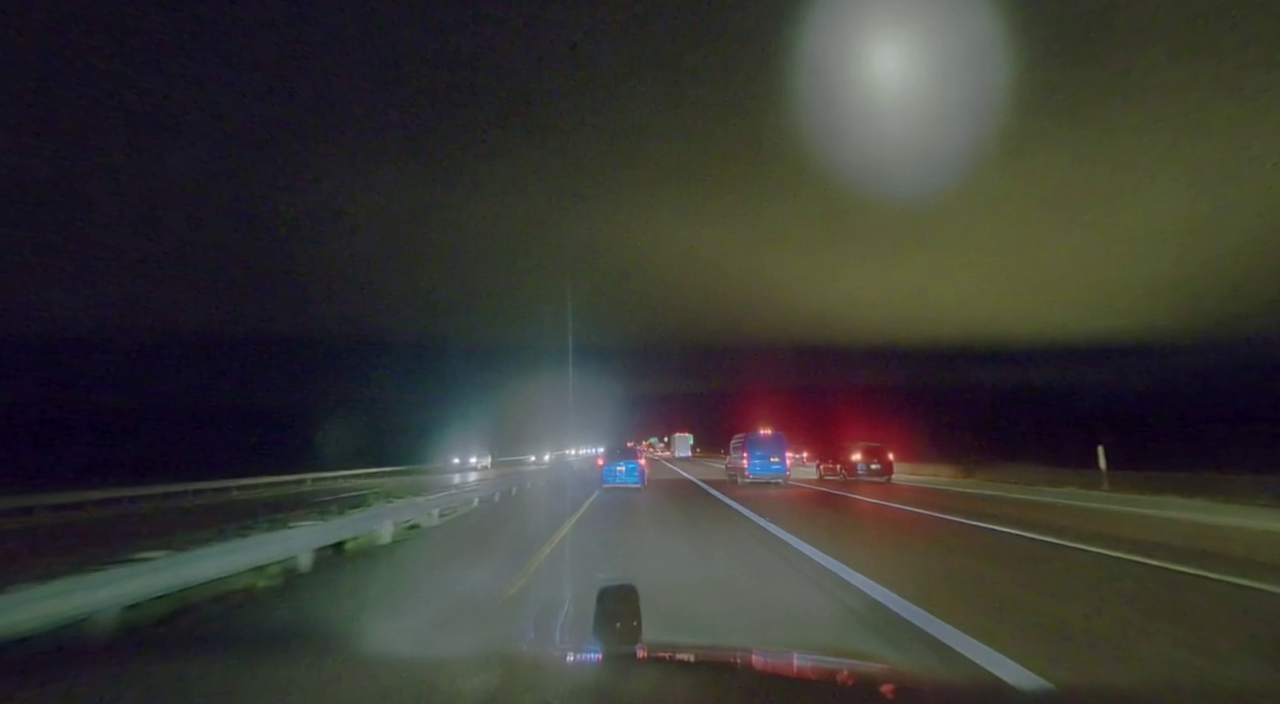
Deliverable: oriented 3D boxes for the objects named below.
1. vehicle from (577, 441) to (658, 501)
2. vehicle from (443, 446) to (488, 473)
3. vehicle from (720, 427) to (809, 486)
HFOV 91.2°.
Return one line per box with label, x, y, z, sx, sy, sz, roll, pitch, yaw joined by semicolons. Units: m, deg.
vehicle;-0.572;3.278;17.671;2.029;1.483;3.769;0;-9;0
vehicle;-12.563;7.775;45.493;1.979;1.807;4.353;0;-9;0
vehicle;4.509;3.892;23.567;2.261;1.952;4.784;0;-9;-1
